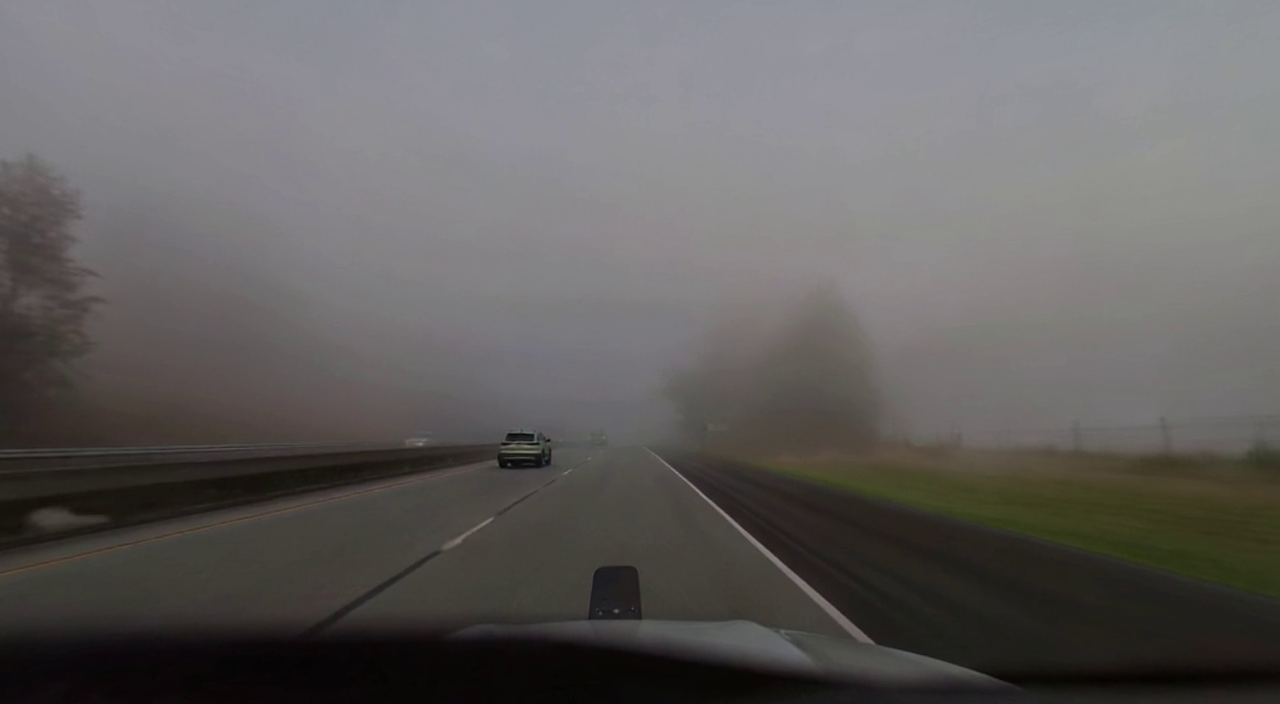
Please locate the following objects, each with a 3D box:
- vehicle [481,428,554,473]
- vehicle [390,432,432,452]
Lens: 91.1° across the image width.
[{"bbox_3d":[-4.799,3.910,25.343,2.070,1.647,4.577,0,-8,-1],"label":"vehicle"},{"bbox_3d":[-17.592,6.910,48.513,1.840,1.483,3.848,0,-8,-1],"label":"vehicle"}]
